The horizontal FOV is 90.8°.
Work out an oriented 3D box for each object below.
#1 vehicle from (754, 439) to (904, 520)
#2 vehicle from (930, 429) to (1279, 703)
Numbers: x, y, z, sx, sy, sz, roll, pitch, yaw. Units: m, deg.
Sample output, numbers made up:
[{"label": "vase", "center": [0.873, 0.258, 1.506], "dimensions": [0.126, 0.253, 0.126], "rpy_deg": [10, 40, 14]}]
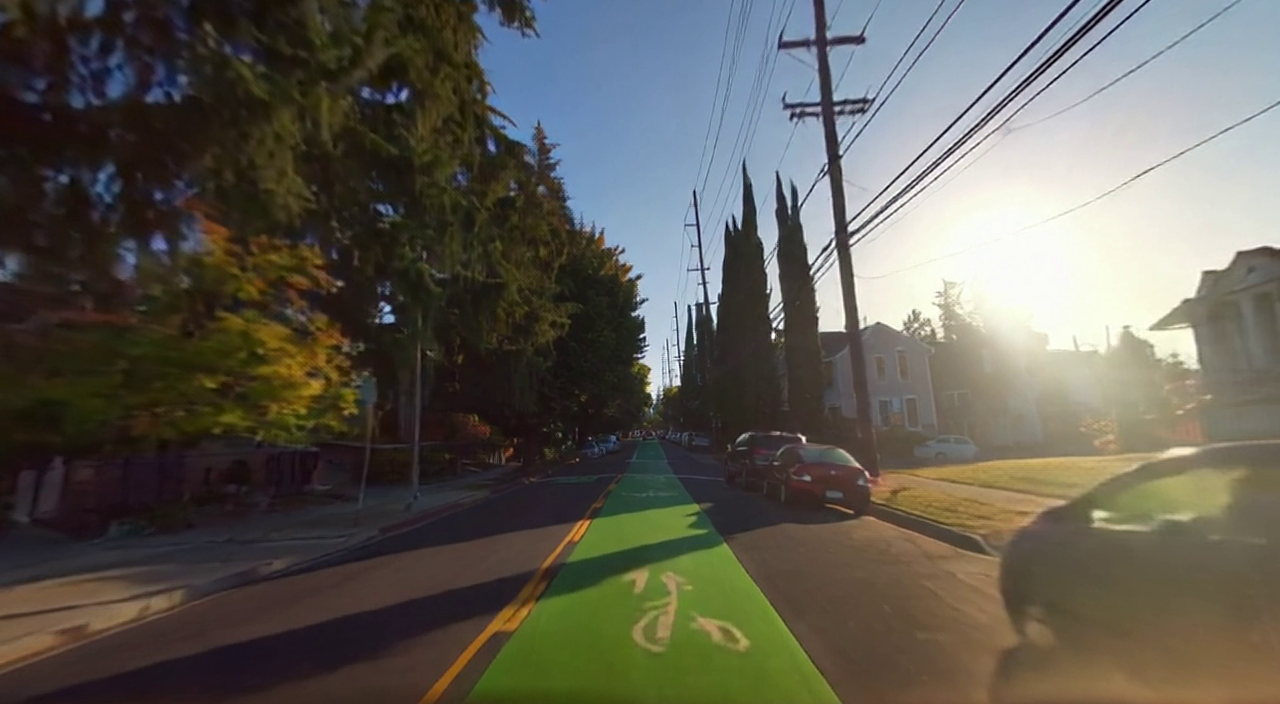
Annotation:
[{"label": "vehicle", "center": [3.965, 2.747, 14.103], "dimensions": [1.981, 1.512, 4.144], "rpy_deg": [0, -9, -1]}, {"label": "vehicle", "center": [3.376, 1.074, 2.558], "dimensions": [2.235, 1.500, 4.496], "rpy_deg": [0, -9, 0]}]
